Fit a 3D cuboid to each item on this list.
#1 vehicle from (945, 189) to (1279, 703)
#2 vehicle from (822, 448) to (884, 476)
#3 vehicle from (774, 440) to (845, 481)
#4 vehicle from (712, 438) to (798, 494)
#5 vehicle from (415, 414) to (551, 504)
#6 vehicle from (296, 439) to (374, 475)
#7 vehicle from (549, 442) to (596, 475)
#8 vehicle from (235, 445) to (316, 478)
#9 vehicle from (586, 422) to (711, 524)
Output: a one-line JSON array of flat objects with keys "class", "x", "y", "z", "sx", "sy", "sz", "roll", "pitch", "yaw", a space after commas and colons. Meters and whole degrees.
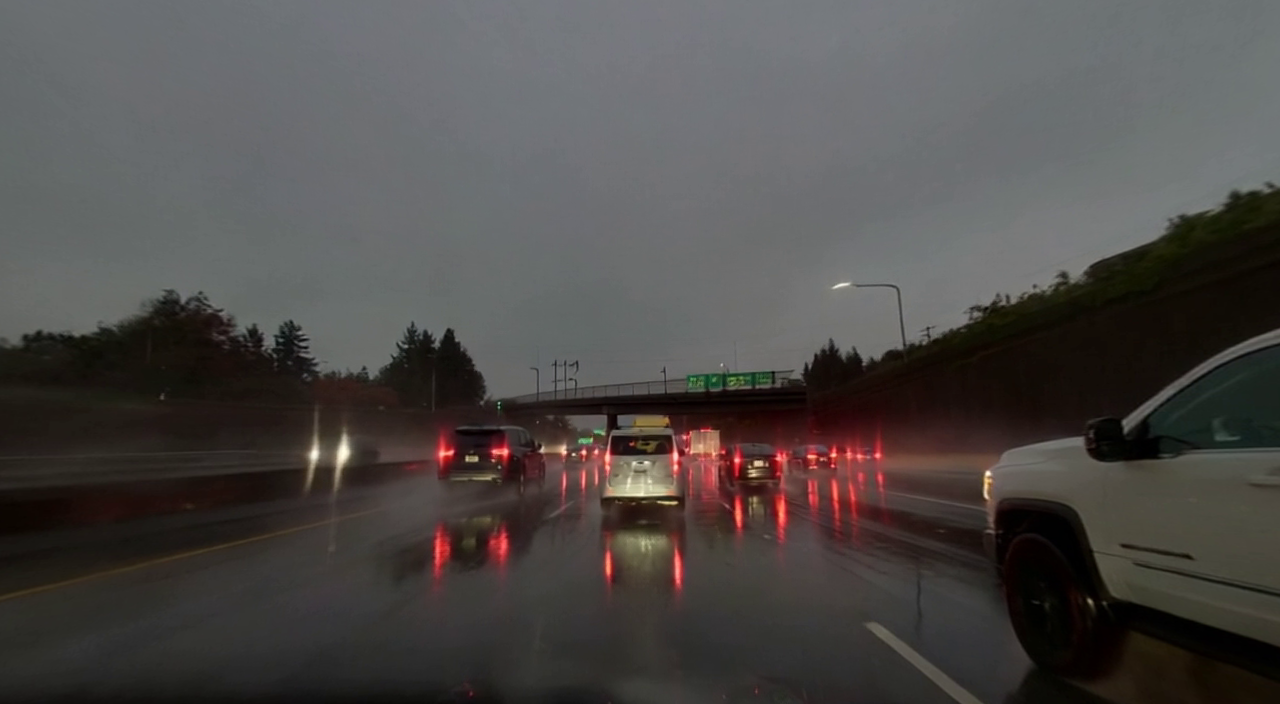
[{"class": "vehicle", "x": 3.538, "y": 0.510, "z": 2.211, "sx": 2.300, "sy": 2.242, "sz": 5.327, "roll": 0, "pitch": -9, "yaw": 1}, {"class": "vehicle", "x": 12.142, "y": 6.258, "z": 36.186, "sx": 1.945, "sy": 1.498, "sz": 4.385, "roll": 1, "pitch": -9, "yaw": -1}, {"class": "vehicle", "x": 7.953, "y": 5.125, "z": 30.042, "sx": 2.054, "sy": 1.769, "sz": 4.693, "roll": 0, "pitch": -9, "yaw": 0}, {"class": "vehicle", "x": 3.720, "y": 3.782, "z": 21.287, "sx": 2.022, "sy": 1.633, "sz": 4.651, "roll": 0, "pitch": -9, "yaw": 0}, {"class": "vehicle", "x": -4.182, "y": 3.016, "z": 18.126, "sx": 2.212, "sy": 2.101, "sz": 6.052, "roll": 0, "pitch": -9, "yaw": 2}, {"class": "vehicle", "x": -17.659, "y": 6.086, "z": 36.776, "sx": 2.024, "sy": 1.946, "sz": 4.793, "roll": 0, "pitch": -9, "yaw": 1}, {"class": "vehicle", "x": -3.643, "y": 5.879, "z": 34.920, "sx": 1.982, "sy": 1.655, "sz": 4.604, "roll": 0, "pitch": -9, "yaw": 2}, {"class": "vehicle", "x": -21.614, "y": 6.479, "z": 37.581, "sx": 1.949, "sy": 1.844, "sz": 4.533, "roll": 0, "pitch": -9, "yaw": 2}, {"class": "vehicle", "x": 0.189, "y": 2.440, "z": 13.190, "sx": 2.181, "sy": 1.756, "sz": 4.167, "roll": 0, "pitch": -9, "yaw": 1}]
